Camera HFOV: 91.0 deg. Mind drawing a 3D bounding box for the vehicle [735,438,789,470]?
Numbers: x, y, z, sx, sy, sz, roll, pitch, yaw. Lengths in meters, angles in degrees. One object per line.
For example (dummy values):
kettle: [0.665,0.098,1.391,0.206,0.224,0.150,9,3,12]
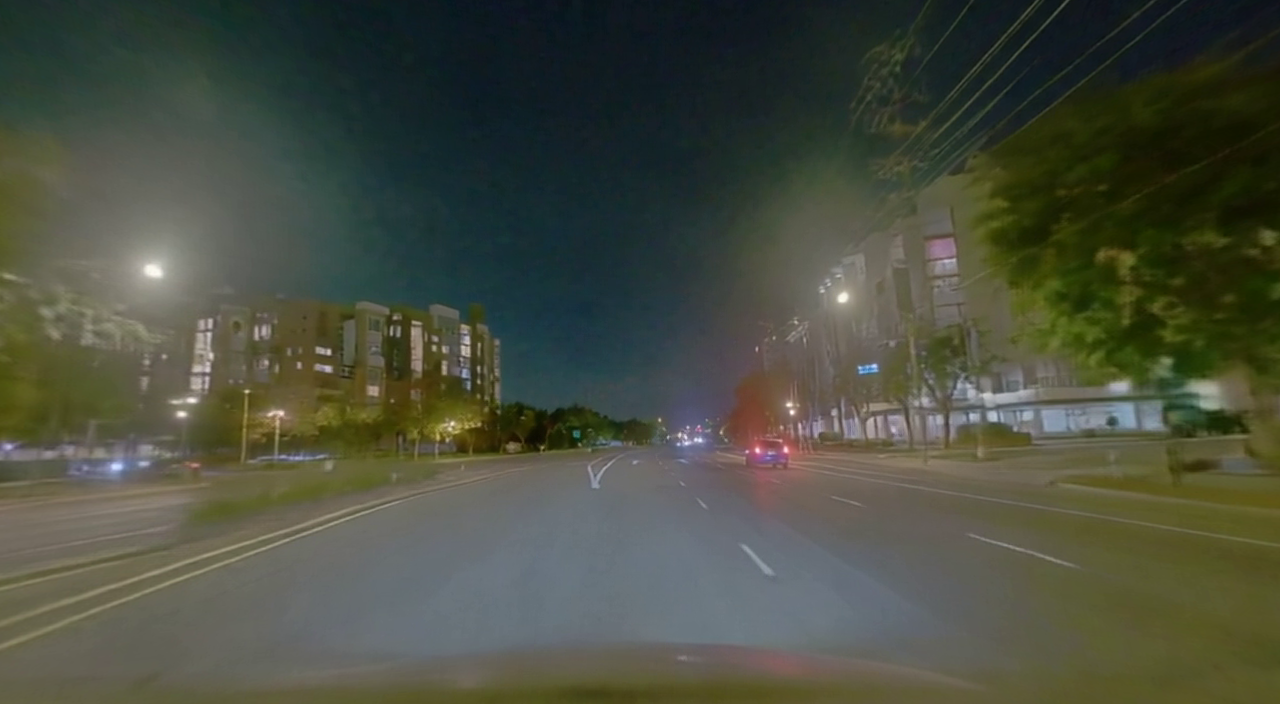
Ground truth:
vehicle: [6.020,5.060,31.390,1.908,1.476,3.880,0,-9,0]
